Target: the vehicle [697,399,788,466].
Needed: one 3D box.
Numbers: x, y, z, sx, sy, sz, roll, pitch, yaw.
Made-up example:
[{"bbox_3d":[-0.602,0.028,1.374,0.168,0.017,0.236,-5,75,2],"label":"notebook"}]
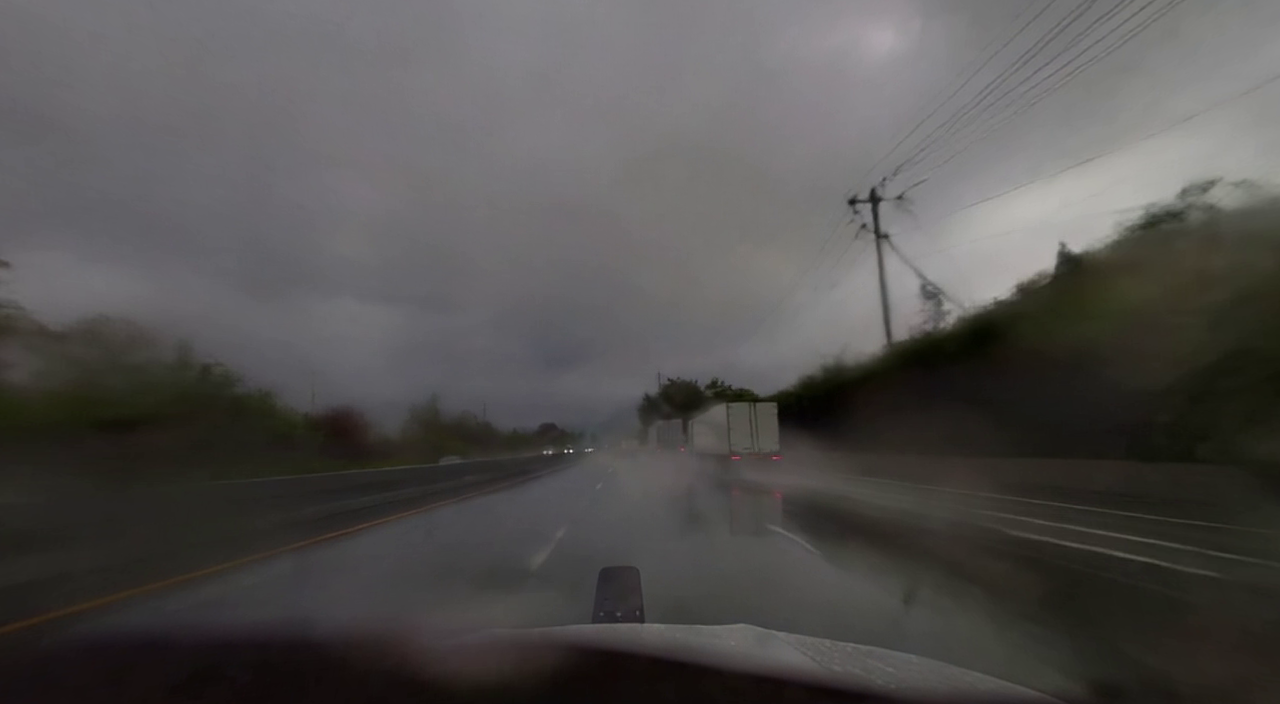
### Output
[{"bbox_3d":[7.142,6.316,47.735,3.400,4.134,17.388,0,-9,-2],"label":"vehicle"}]
